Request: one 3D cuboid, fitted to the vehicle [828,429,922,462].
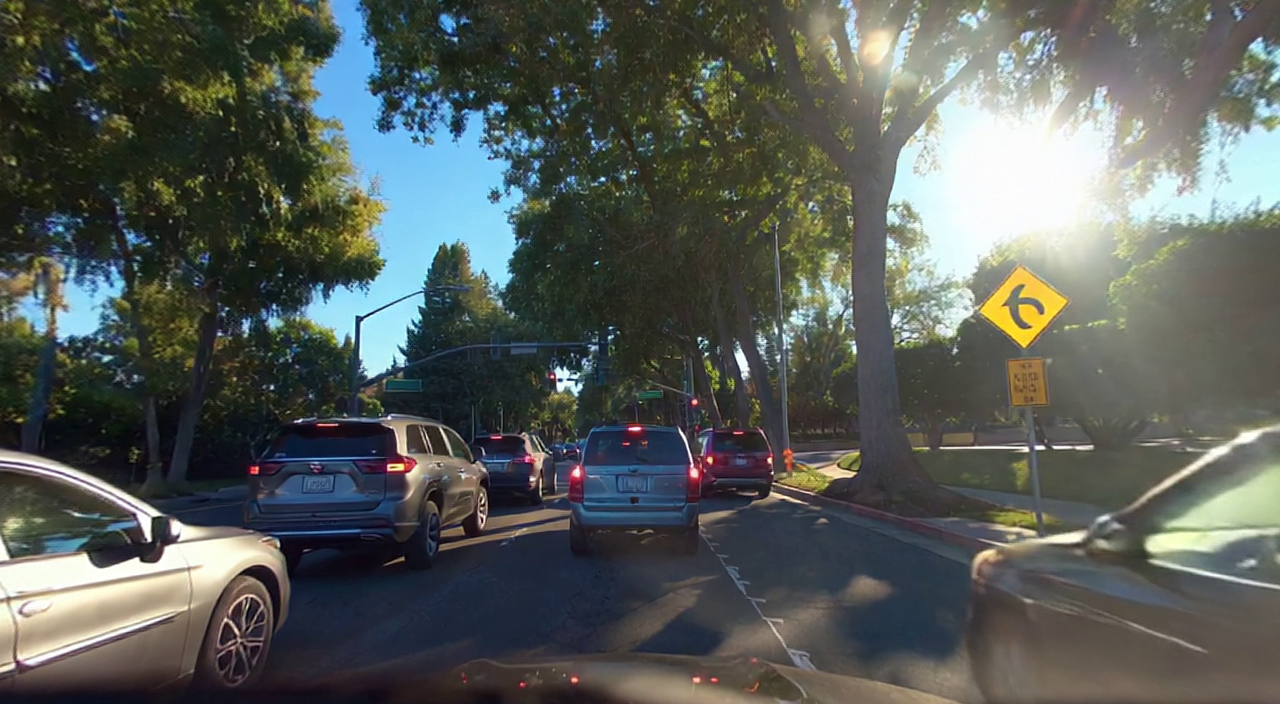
[{"bbox_3d":[11.390,4.563,30.685,3.883,1.534,1.779,0,-8,2],"label":"vehicle"}]

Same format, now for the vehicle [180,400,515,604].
[{"bbox_3d":[-2.891,1.572,7.446,1.964,1.712,4.097,0,-8,0],"label":"vehicle"}]

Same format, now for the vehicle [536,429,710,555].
[{"bbox_3d":[-0.245,1.921,9.338,2.025,1.453,3.848,0,-8,-2],"label":"vehicle"}]

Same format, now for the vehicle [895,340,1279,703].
[{"bbox_3d":[2.529,0.693,1.200,2.116,1.497,4.652,0,-8,0],"label":"vehicle"}]

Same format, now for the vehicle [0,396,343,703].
[{"bbox_3d":[-2.927,0.842,1.621,1.974,1.484,4.716,0,-8,1],"label":"vehicle"}]

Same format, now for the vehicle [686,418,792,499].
[{"bbox_3d":[2.459,2.808,16.871,2.059,1.864,4.541,0,-8,-1],"label":"vehicle"}]
